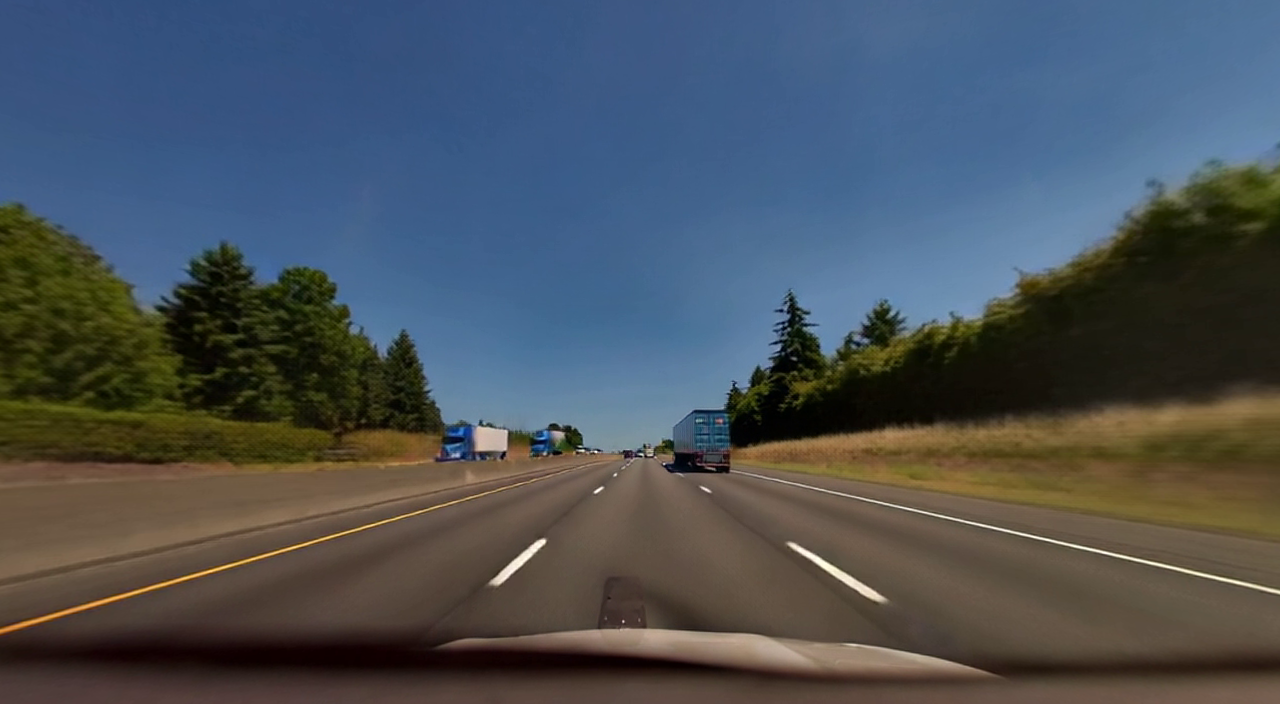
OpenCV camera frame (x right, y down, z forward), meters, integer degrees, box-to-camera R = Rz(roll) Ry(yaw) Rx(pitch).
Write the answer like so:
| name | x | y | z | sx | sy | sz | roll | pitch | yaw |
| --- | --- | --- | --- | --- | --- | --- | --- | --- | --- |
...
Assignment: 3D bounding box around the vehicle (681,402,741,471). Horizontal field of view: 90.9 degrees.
| name | x | y | z | sx | sy | sz | roll | pitch | yaw |
| --- | --- | --- | --- | --- | --- | --- | --- | --- | --- |
| vehicle | 4.671 | 6.108 | 44.585 | 2.784 | 4.080 | 13.516 | -1 | -9 | 0 |
